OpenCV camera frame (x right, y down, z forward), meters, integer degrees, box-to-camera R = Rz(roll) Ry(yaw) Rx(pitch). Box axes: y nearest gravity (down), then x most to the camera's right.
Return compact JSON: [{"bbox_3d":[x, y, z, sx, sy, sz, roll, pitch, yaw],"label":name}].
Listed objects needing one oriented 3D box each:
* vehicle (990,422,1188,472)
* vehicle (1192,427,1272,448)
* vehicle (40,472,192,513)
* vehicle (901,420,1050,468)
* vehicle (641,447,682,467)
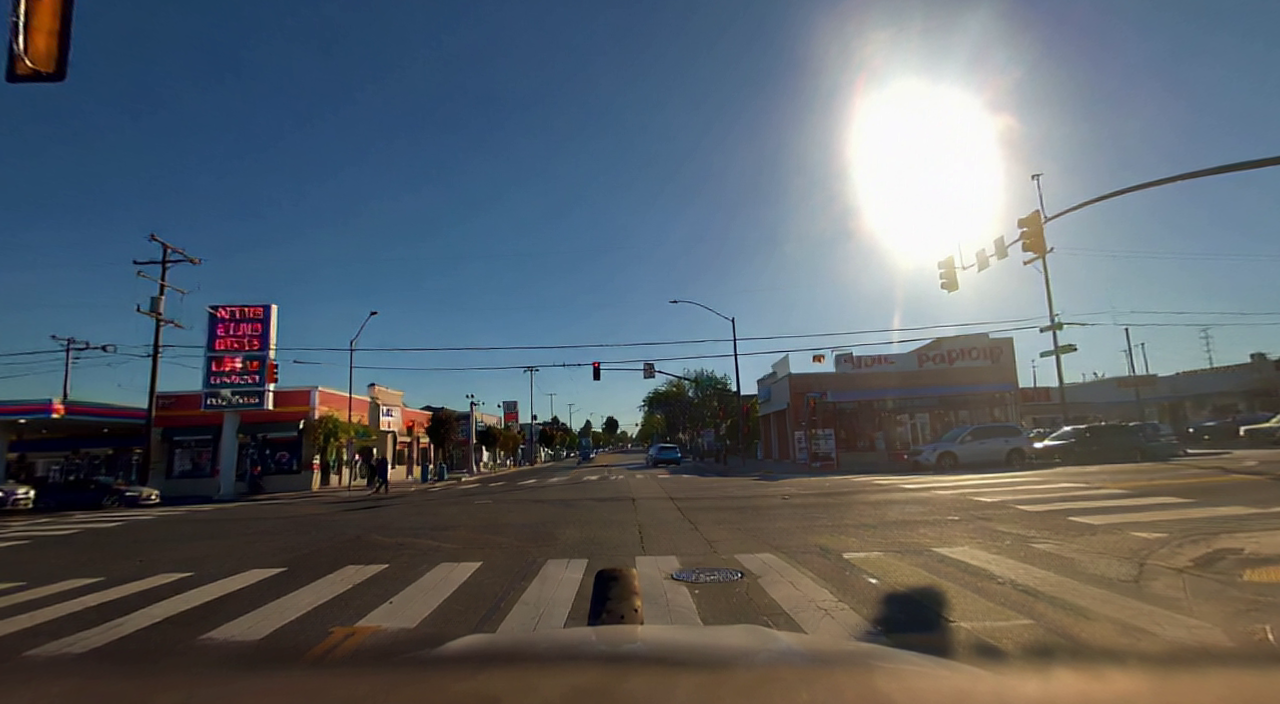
[{"bbox_3d":[14.369,3.096,20.610,4.835,1.487,1.913,-4,-9,20],"label":"vehicle"},{"bbox_3d":[42.061,6.067,44.909,4.347,1.446,1.777,1,-9,-9],"label":"vehicle"},{"bbox_3d":[-21.198,5.679,25.657,4.676,1.463,1.909,-1,-8,6],"label":"vehicle"},{"bbox_3d":[13.031,3.650,24.942,4.916,1.730,1.986,-4,-9,21],"label":"vehicle"},{"bbox_3d":[1.611,8.085,48.892,1.969,1.491,4.612,2,-9,-14],"label":"vehicle"}]
